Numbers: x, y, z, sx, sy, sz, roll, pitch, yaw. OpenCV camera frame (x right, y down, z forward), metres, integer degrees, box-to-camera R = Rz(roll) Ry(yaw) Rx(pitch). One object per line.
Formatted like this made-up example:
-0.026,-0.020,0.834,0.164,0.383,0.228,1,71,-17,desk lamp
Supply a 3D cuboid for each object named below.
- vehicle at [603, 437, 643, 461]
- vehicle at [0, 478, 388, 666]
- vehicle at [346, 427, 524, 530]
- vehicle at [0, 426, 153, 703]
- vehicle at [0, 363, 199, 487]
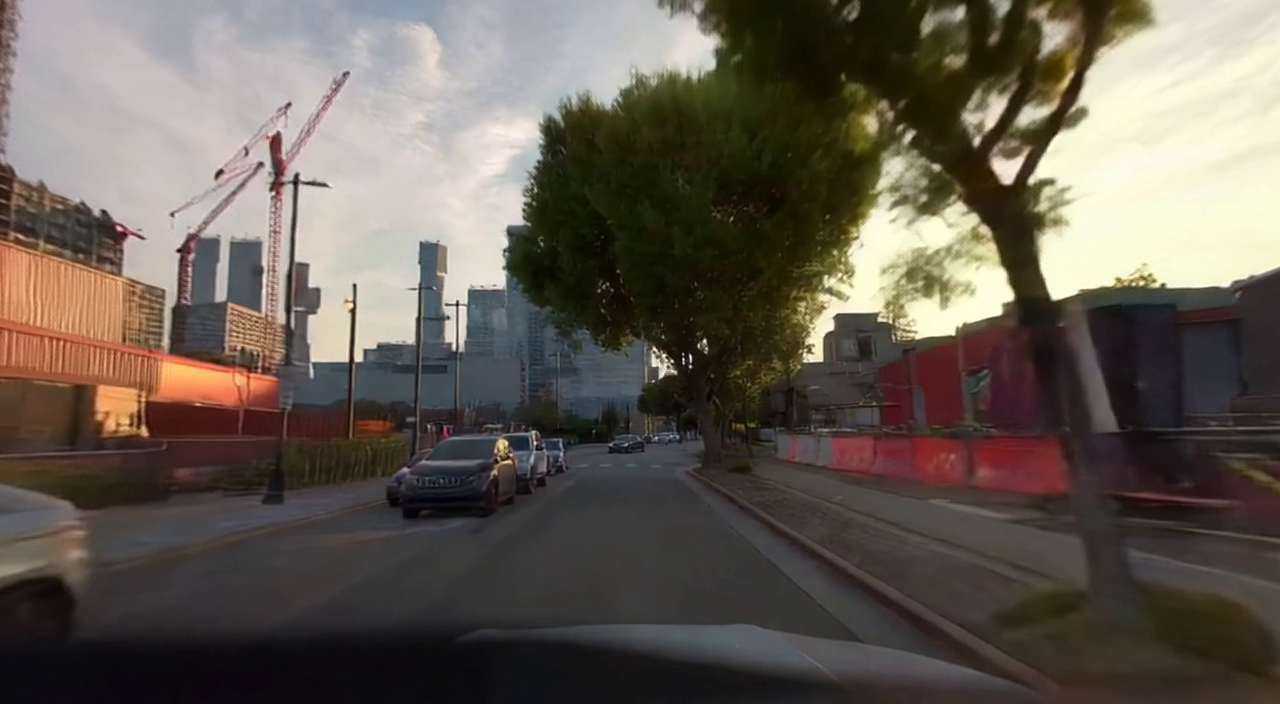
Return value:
-1.169,7.036,45.851,1.967,1.646,4.192,-2,-8,11,vehicle
-3.977,1.817,5.957,1.741,0.964,3.497,-1,-7,0,vehicle
-3.708,2.330,12.317,1.980,1.635,4.153,0,-8,1,vehicle
-3.911,0.900,1.532,1.948,1.460,4.394,0,-8,0,vehicle
-13.602,1.636,13.981,6.039,2.449,2.273,-1,-8,5,vehicle
